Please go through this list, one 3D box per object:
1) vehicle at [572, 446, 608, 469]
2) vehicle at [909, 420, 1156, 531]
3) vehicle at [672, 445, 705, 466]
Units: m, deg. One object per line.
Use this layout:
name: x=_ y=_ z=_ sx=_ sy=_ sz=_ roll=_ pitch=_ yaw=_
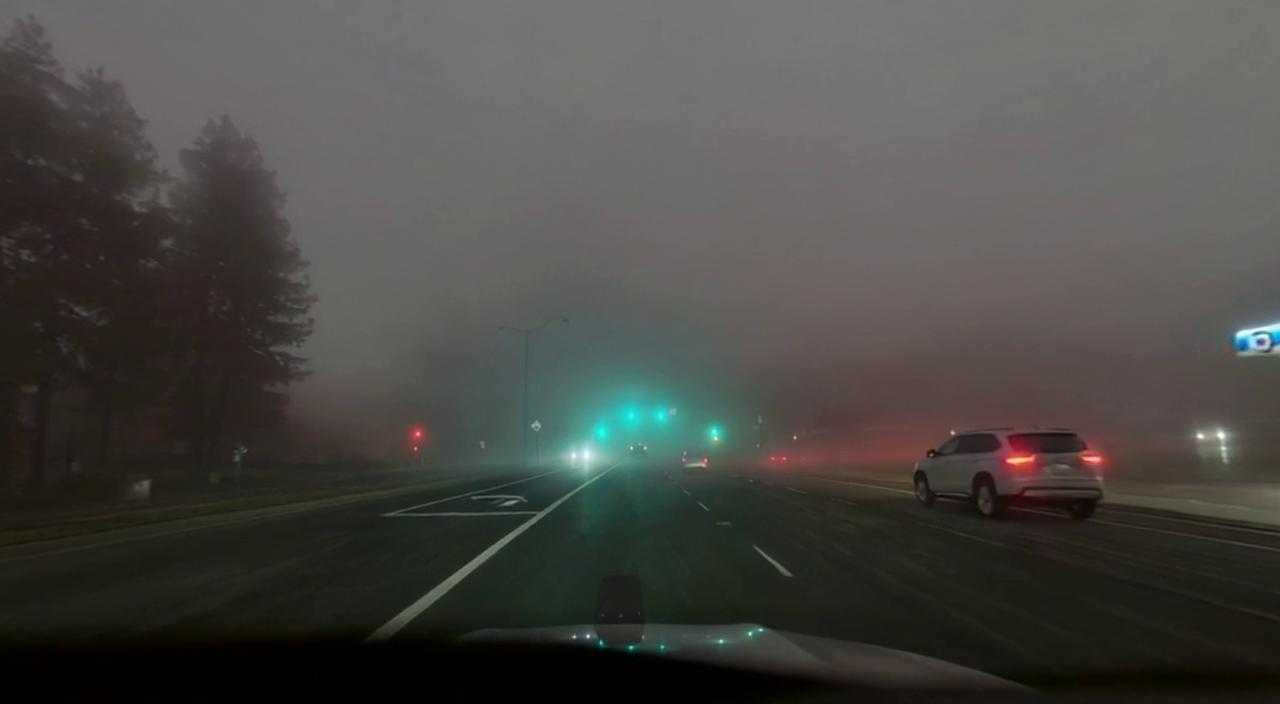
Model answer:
vehicle: x=-3.281 y=7.018 z=42.229 sx=2.049 sy=1.449 sz=4.213 roll=0 pitch=-9 yaw=1
vehicle: x=6.907 y=2.205 z=11.776 sx=1.950 sy=1.668 sz=4.053 roll=0 pitch=-9 yaw=0
vehicle: x=3.423 y=7.443 z=45.545 sx=2.029 sy=1.442 sz=4.054 roll=0 pitch=-9 yaw=-1
